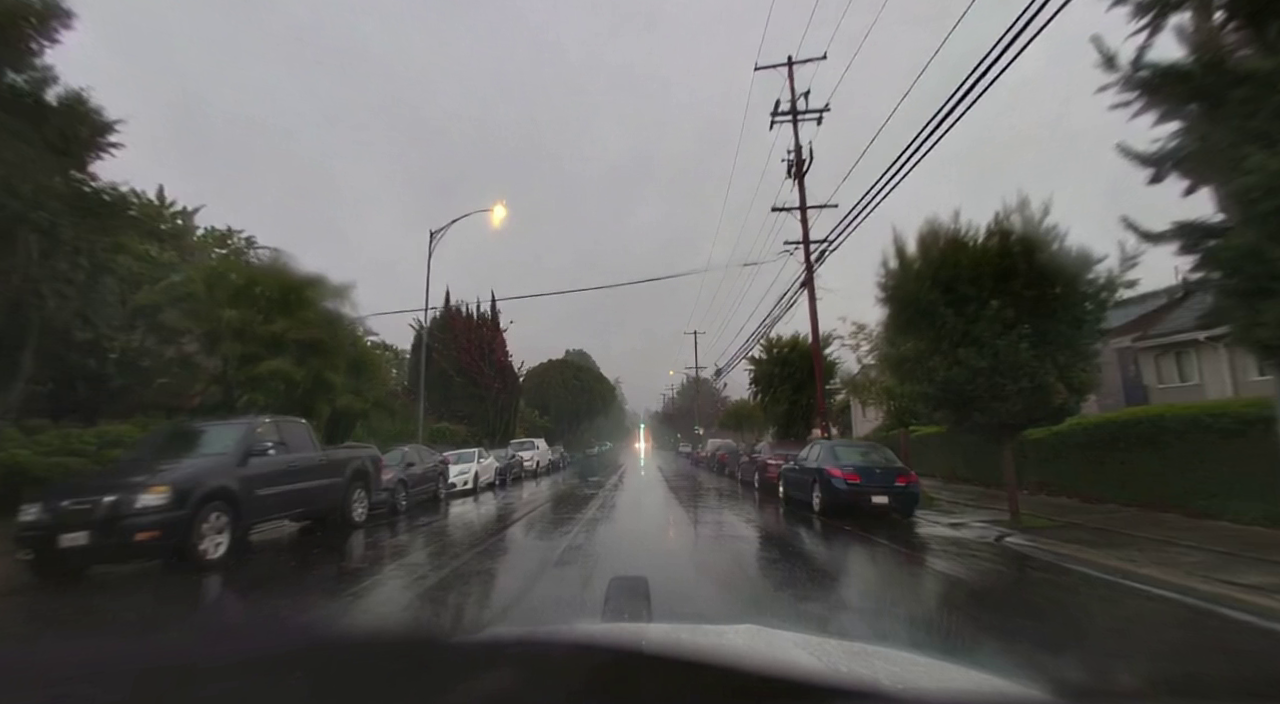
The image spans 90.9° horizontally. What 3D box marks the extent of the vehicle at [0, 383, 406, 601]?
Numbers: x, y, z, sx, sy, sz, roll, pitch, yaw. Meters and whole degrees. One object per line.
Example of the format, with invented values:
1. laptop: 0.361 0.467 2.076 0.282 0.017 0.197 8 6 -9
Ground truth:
1. vehicle: -5.723 1.756 8.923 2.384 1.992 5.965 -2 -9 2

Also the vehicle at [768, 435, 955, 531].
1. vehicle: 4.084 2.472 12.615 1.871 1.522 4.746 0 -8 -2
